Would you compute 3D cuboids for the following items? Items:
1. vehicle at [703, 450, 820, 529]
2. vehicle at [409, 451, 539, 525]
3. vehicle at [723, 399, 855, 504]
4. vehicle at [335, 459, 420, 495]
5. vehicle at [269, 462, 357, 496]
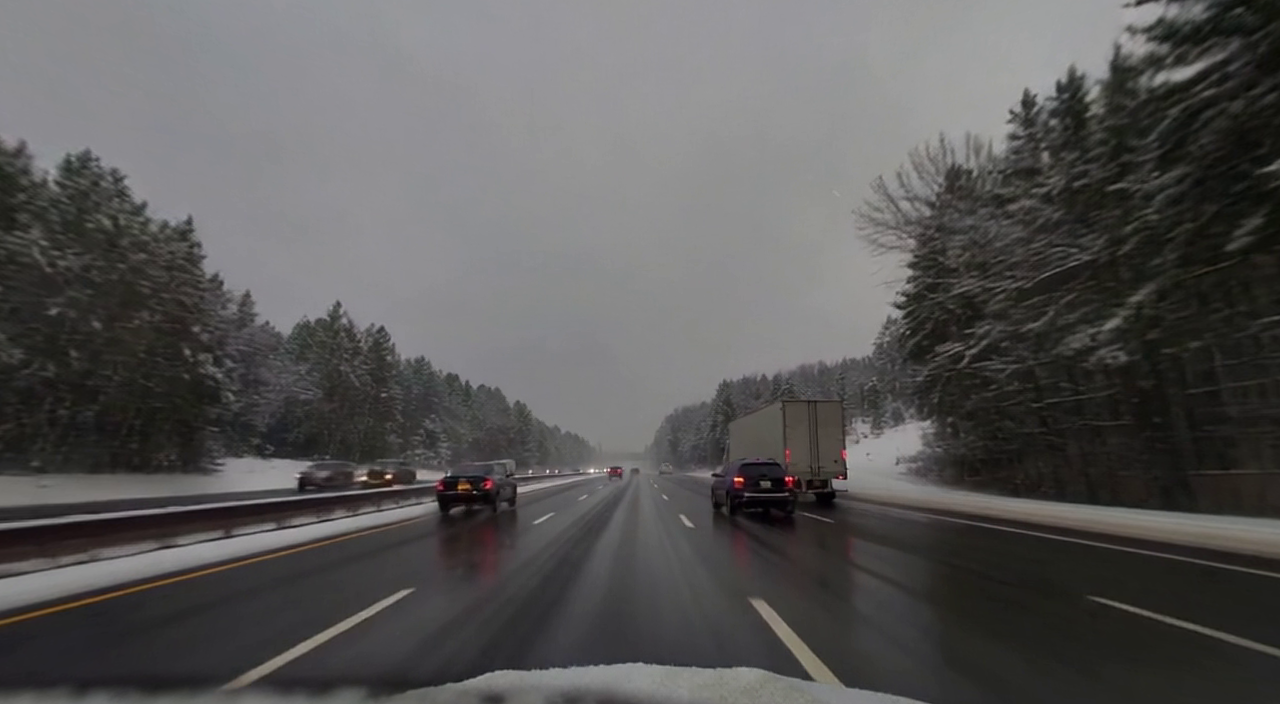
[{"bbox_3d":[2.919,3.468,16.261,2.050,1.708,4.457,1,-10,-1],"label":"vehicle"},{"bbox_3d":[-3.895,3.300,15.606,2.025,1.547,4.150,1,-10,1],"label":"vehicle"},{"bbox_3d":[7.089,5.521,33.792,2.883,4.151,17.144,1,-10,0],"label":"vehicle"},{"bbox_3d":[-11.872,5.669,28.740,1.897,1.459,4.503,1,-10,0],"label":"vehicle"},{"bbox_3d":[-15.599,6.084,30.264,1.832,1.455,4.420,1,-10,0],"label":"vehicle"}]
